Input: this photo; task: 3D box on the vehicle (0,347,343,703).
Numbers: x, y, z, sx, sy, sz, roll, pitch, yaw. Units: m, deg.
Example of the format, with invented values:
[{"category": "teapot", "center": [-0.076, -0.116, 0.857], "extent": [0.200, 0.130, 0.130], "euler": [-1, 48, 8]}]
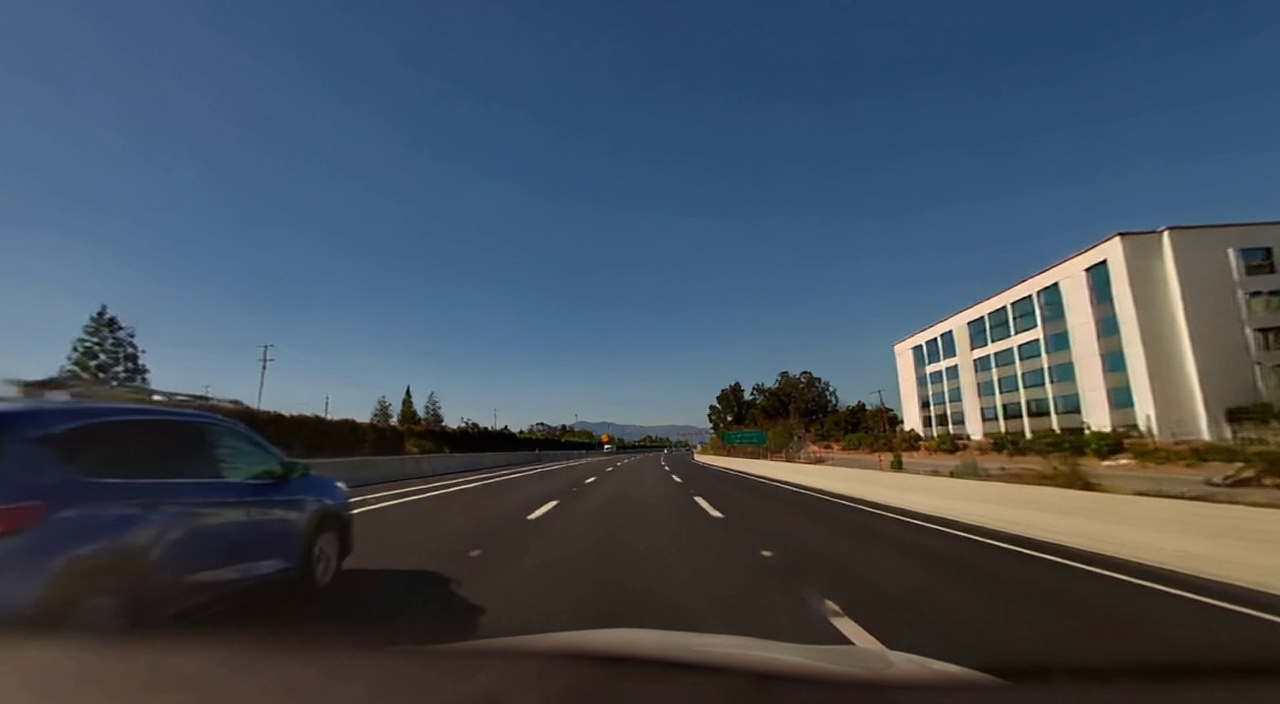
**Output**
[{"category": "vehicle", "center": [-3.749, 0.871, 2.886], "extent": [2.327, 1.647, 4.908], "euler": [0, -9, 0]}]
